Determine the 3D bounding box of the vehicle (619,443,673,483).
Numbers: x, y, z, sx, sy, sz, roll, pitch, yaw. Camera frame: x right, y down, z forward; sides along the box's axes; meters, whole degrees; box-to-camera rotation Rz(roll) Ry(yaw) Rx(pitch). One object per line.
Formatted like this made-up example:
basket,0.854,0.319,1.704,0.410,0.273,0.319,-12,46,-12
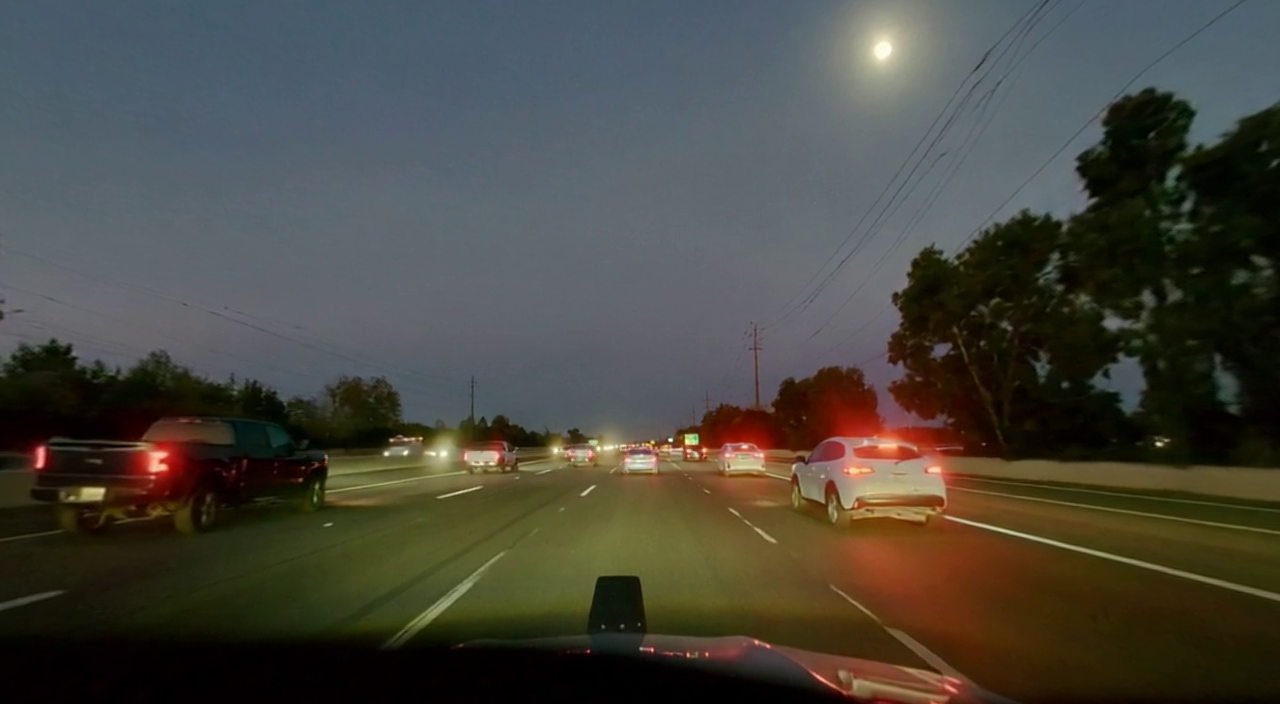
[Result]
vehicle,0.229,4.346,25.033,1.966,1.444,3.986,0,-8,0

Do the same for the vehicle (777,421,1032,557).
vehicle,3.633,1.958,9.730,2.051,1.595,4.301,0,-8,0

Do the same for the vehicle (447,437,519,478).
vehicle,-6.832,4.630,27.906,1.978,1.680,4.263,0,-8,1

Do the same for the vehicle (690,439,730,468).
vehicle,4.593,6.717,41.806,2.195,1.778,4.455,0,-8,1

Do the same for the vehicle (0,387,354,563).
vehicle,-7.062,1.790,9.931,2.269,1.936,5.777,0,-8,1

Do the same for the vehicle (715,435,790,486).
vehicle,4.109,4.029,23.735,2.002,1.691,4.290,0,-8,0

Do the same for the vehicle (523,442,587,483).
vehicle,-3.239,4.305,24.872,1.904,1.479,4.274,0,-9,1
